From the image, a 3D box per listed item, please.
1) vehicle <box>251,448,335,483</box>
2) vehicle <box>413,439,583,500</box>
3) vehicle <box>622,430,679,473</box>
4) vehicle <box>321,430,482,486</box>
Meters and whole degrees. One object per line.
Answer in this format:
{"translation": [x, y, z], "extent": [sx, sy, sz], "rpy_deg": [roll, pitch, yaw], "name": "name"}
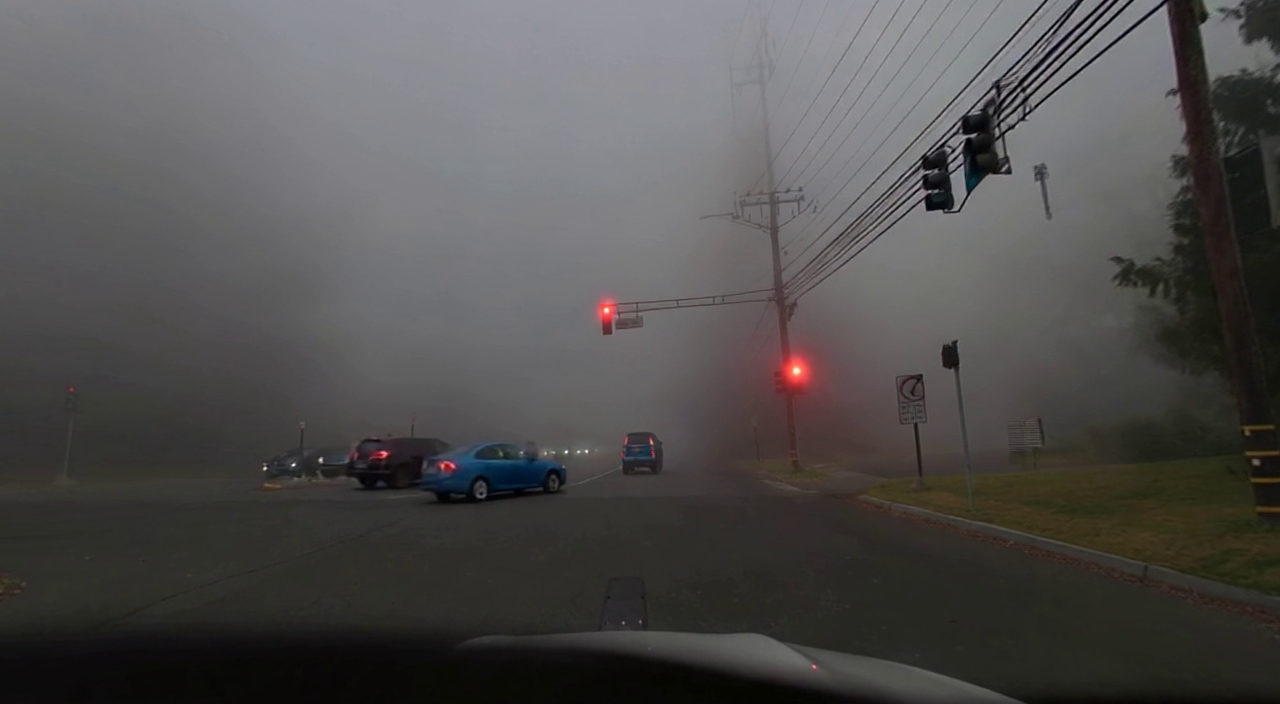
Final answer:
{"translation": [-17.099, 5.616, 31.180], "extent": [1.942, 1.477, 3.957], "rpy_deg": [-4, -9, 0], "name": "vehicle"}
{"translation": [-3.832, 3.232, 17.817], "extent": [2.019, 1.455, 4.529], "rpy_deg": [-6, -10, 33], "name": "vehicle"}
{"translation": [0.675, 5.142, 32.692], "extent": [2.137, 1.986, 5.930], "rpy_deg": [-2, -9, 9], "name": "vehicle"}
{"translation": [-8.279, 3.707, 22.281], "extent": [1.929, 1.750, 5.044], "rpy_deg": [-7, -11, 35], "name": "vehicle"}
